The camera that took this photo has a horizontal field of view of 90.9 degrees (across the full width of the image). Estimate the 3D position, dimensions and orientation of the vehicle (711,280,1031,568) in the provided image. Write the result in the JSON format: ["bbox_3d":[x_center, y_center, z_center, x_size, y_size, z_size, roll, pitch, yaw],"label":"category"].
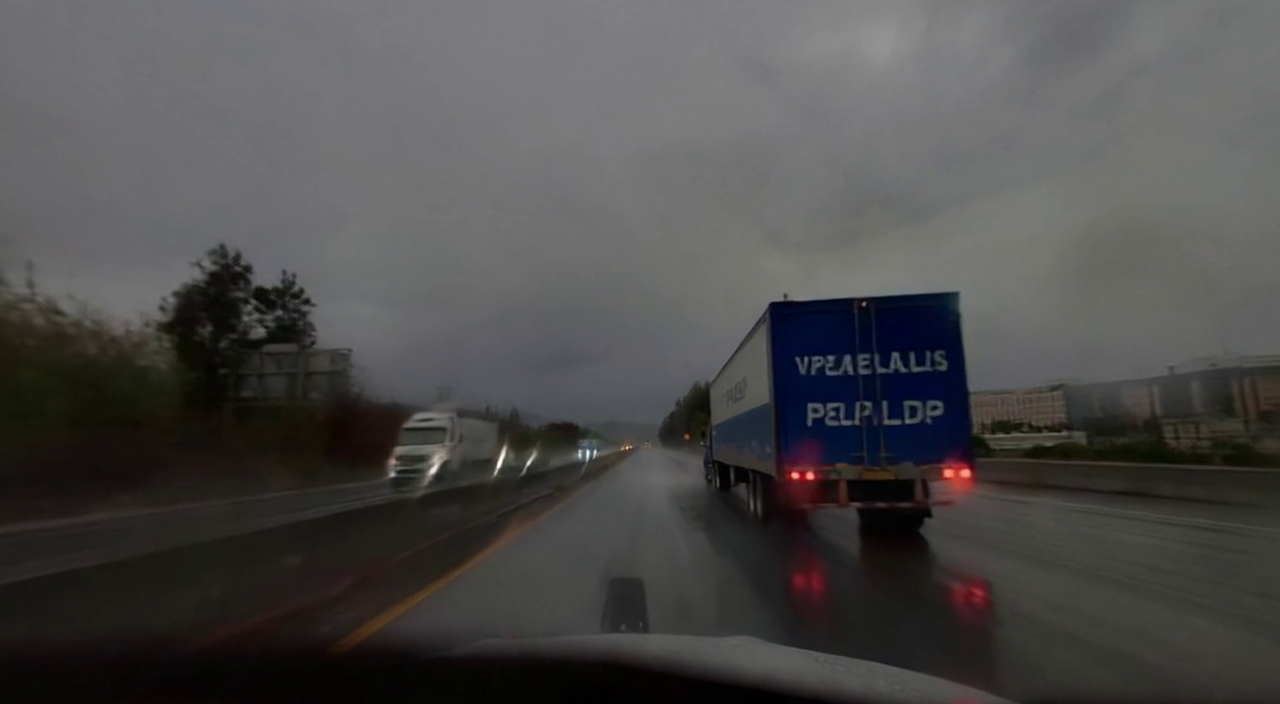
[{"bbox_3d":[4.054,1.943,15.481,3.341,4.269,12.252,0,-9,1],"label":"vehicle"}]
